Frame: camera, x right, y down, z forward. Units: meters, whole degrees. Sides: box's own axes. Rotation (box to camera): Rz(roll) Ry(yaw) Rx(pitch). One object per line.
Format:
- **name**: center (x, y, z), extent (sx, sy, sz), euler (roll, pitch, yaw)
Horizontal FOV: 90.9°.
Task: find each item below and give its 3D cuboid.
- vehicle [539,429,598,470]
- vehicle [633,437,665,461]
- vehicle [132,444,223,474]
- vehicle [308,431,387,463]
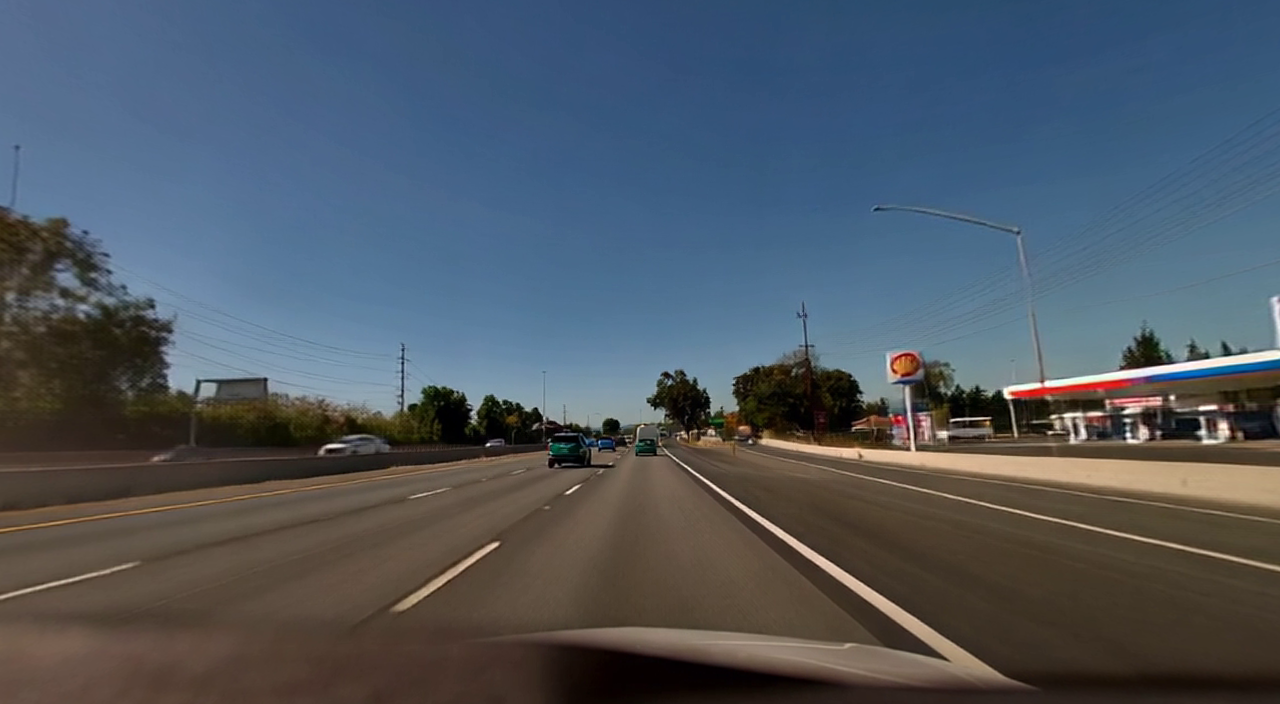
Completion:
- **vehicle**: center (-3.469, 4.843, 31.439), extent (2.273, 1.884, 4.515), euler (0, -8, 2)
- **vehicle**: center (0.561, 6.451, 42.185), extent (1.982, 1.524, 3.800), euler (0, -8, -1)
- **vehicle**: center (-27.883, 6.468, 38.260), extent (2.051, 1.686, 4.574), euler (0, -8, 0)
- **vehicle**: center (-20.393, 6.681, 44.383), extent (2.388, 2.040, 6.505), euler (0, -8, 0)
